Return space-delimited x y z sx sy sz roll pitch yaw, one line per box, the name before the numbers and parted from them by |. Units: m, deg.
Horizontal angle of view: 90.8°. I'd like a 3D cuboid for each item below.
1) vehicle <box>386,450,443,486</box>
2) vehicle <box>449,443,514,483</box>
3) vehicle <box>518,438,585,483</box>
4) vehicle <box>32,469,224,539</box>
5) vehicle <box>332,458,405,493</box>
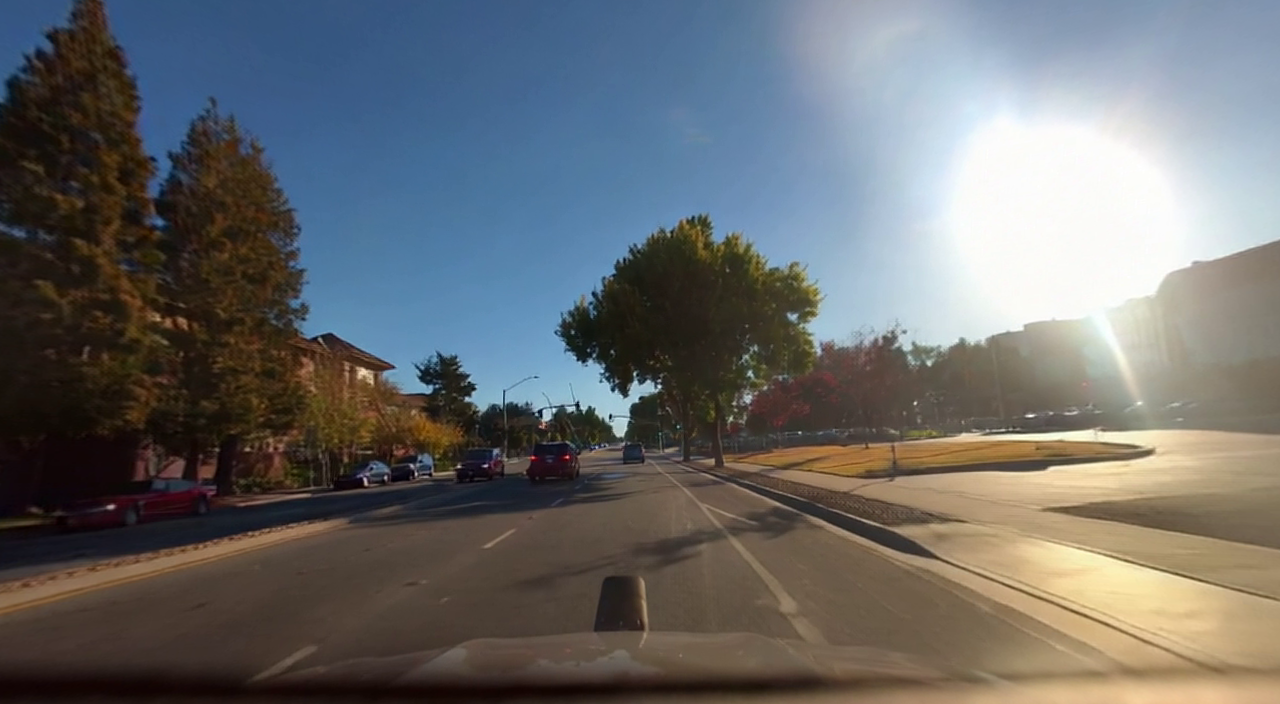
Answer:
vehicle | -14.551 7.474 41.063 1.996 1.886 4.692 -6 -8 -1
vehicle | -8.050 5.654 32.503 2.084 1.731 4.595 -4 -8 0
vehicle | -3.616 4.551 26.772 2.097 1.755 4.336 0 -8 1
vehicle | -14.727 4.343 18.599 1.874 1.392 4.633 -7 -8 -1
vehicle | -14.661 6.667 34.414 1.880 1.476 4.715 -6 -8 0
